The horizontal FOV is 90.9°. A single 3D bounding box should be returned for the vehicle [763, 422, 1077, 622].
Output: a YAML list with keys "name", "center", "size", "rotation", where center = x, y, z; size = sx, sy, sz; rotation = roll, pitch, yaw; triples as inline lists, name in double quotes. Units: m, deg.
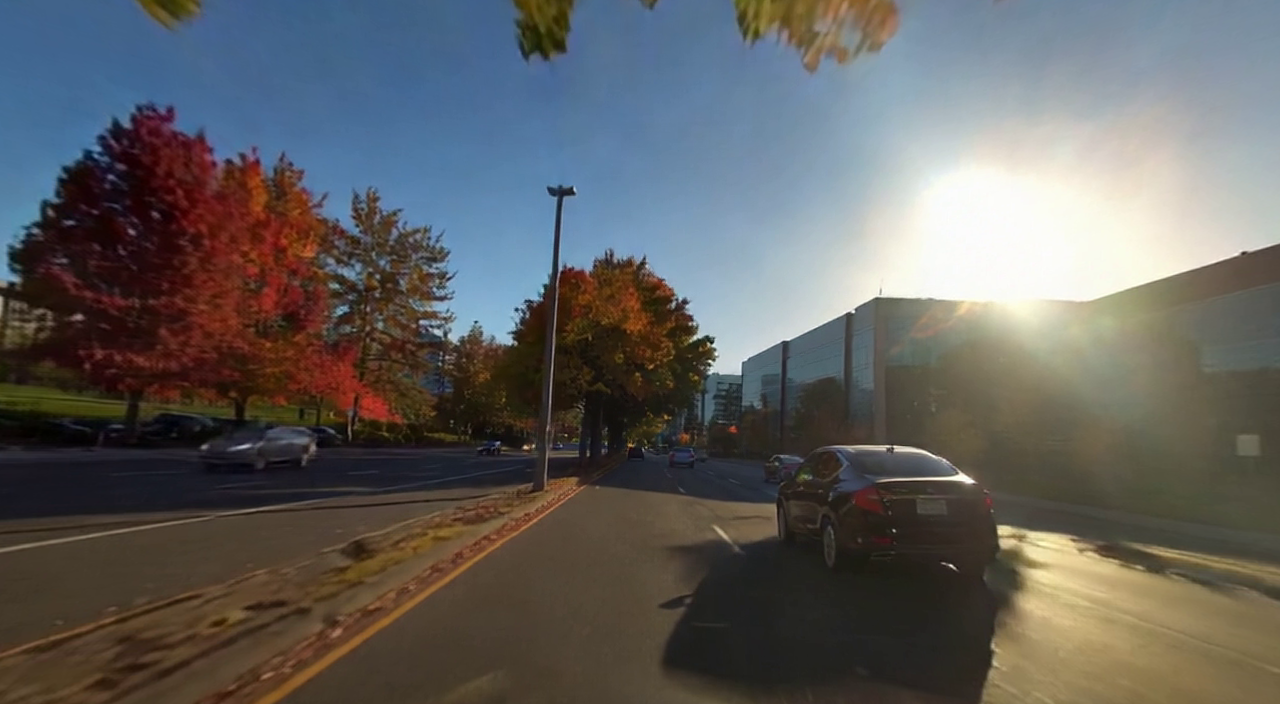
- name: "vehicle"
  center: [2.795, 1.744, 7.414]
  size: [1.901, 1.634, 3.896]
  rotation: [2, -8, 0]

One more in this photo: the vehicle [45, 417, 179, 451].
- name: "vehicle"
  center: [-26.949, 4.201, 32.300]
  size: [4.787, 1.664, 2.211]
  rotation: [0, -8, -1]

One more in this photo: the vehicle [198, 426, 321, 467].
- name: "vehicle"
  center: [-14.960, 3.762, 25.192]
  size: [1.987, 1.475, 4.708]
  rotation: [0, -8, 0]

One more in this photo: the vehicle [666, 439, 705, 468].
- name: "vehicle"
  center: [3.039, 6.891, 42.915]
  size: [2.154, 1.844, 4.634]
  rotation: [0, -8, -1]

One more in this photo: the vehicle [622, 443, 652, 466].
- name: "vehicle"
  center: [-0.239, 7.139, 44.029]
  size: [1.991, 1.477, 3.814]
  rotation: [0, -8, -1]
